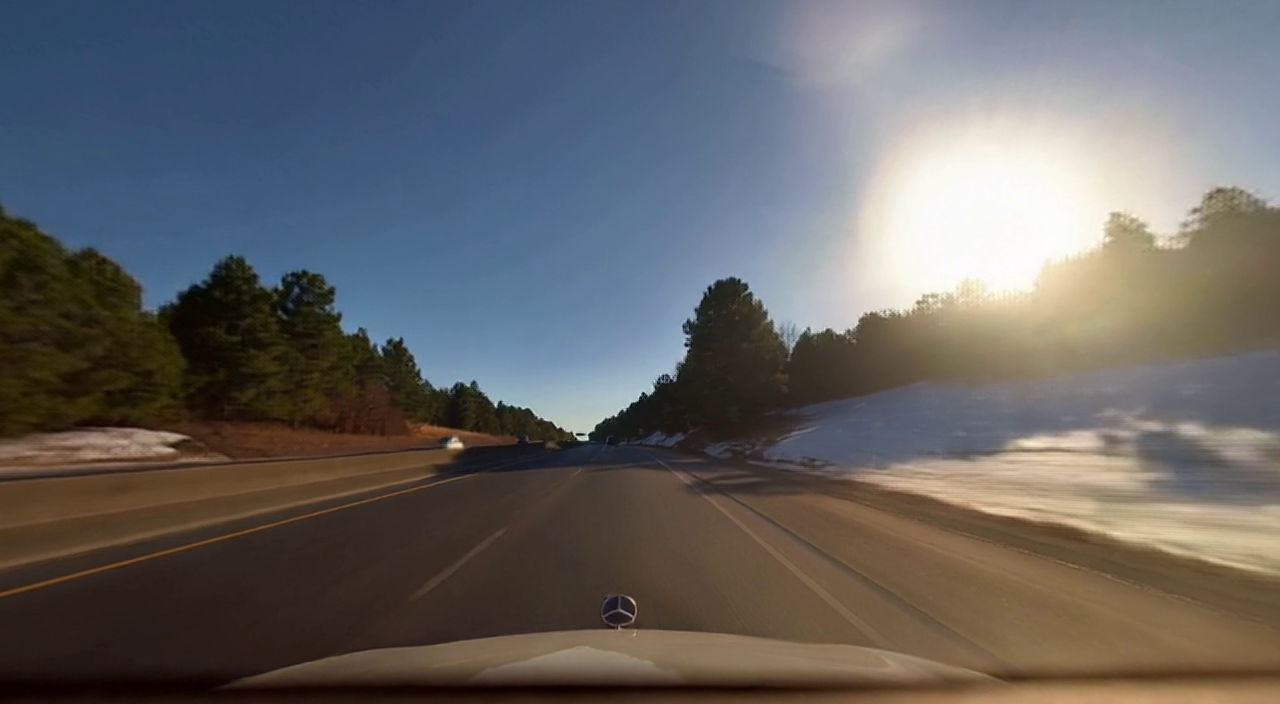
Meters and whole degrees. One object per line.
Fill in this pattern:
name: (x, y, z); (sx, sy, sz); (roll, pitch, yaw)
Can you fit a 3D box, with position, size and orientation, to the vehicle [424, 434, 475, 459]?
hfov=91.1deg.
vehicle: (-11.852, 5.876, 39.355); (1.992, 1.503, 4.066); (0, -8, -1)
